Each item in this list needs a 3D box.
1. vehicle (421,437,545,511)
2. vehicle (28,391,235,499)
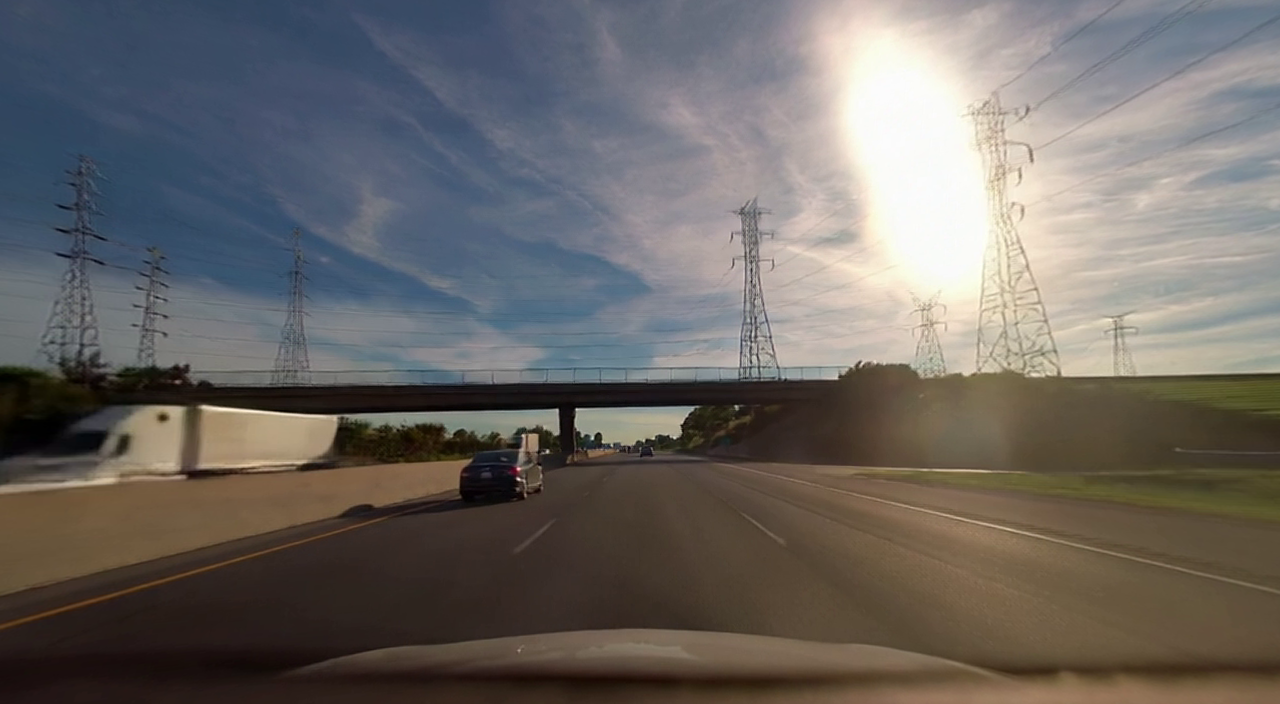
[{"bbox_3d":[-3.648,2.913,15.491,1.924,1.550,4.165,0,-9,1],"label":"vehicle"},{"bbox_3d":[-20.037,3.766,25.488,2.990,3.801,6.155,0,-9,0],"label":"vehicle"}]
